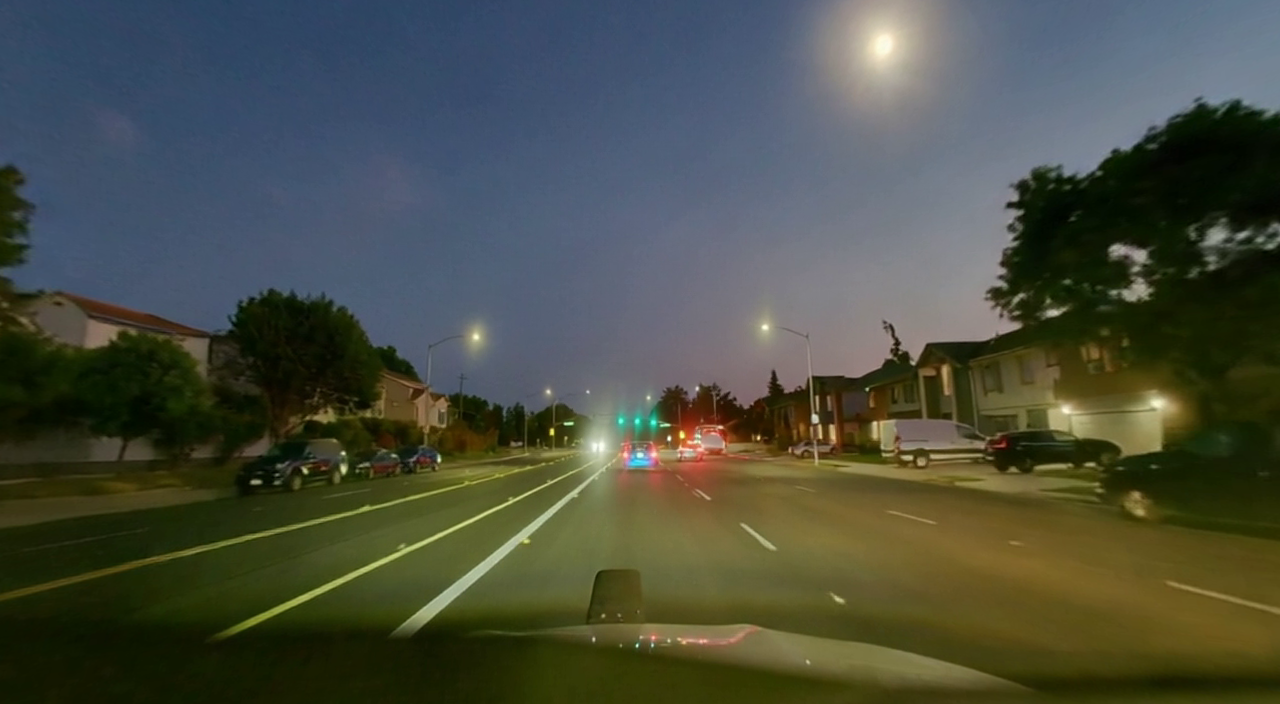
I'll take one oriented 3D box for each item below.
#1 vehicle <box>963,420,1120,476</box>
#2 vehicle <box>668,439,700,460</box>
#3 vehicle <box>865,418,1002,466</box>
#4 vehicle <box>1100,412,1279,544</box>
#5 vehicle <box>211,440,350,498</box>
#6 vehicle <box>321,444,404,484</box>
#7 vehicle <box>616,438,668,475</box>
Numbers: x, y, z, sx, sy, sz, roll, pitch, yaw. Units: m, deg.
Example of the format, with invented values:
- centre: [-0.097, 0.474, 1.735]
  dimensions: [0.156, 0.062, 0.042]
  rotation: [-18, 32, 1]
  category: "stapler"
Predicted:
- centre: [15.091, 3.643, 23.949]
  dimensions: [4.481, 1.988, 2.065]
  rotation: [0, -9, -1]
  category: "vehicle"
- centre: [3.353, 7.615, 49.229]
  dimensions: [2.161, 1.519, 4.568]
  rotation: [0, -9, 0]
  category: "vehicle"
- centre: [14.711, 4.538, 31.947]
  dimensions: [5.696, 2.299, 2.292]
  rotation: [0, -9, -2]
  category: "vehicle"
- centre: [9.726, 1.844, 9.517]
  dimensions: [2.139, 1.772, 4.468]
  rotation: [0, -9, -1]
  category: "vehicle"
- centre: [-14.517, 4.733, 26.092]
  dimensions: [2.351, 2.008, 5.971]
  rotation: [-2, -8, -1]
  category: "vehicle"
- centre: [-14.468, 5.845, 33.301]
  dimensions: [2.140, 1.899, 4.900]
  rotation: [0, -9, 0]
  category: "vehicle"
- centre: [0.033, 4.538, 27.614]
  dimensions: [2.093, 1.497, 4.010]
  rotation: [0, -9, -1]
  category: "vehicle"
